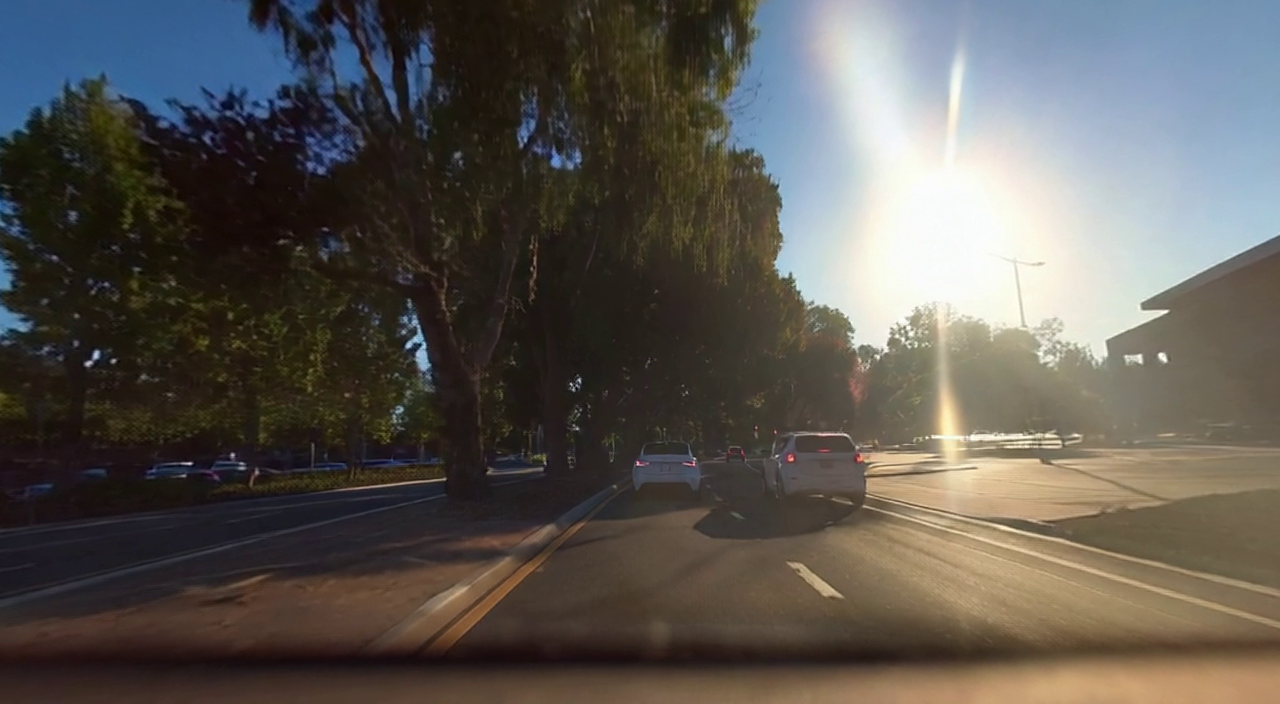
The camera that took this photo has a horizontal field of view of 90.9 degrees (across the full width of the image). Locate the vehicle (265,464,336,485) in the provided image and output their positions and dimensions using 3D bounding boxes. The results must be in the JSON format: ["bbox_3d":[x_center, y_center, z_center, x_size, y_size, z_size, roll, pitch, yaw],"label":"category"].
[{"bbox_3d":[-26.018,9.410,48.398,4.366,1.486,2.072,-1,-8,6],"label":"vehicle"}]

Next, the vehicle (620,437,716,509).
[{"bbox_3d":[0.701,3.033,16.332,2.154,1.585,3.997,-1,-8,2],"label":"vehicle"}]

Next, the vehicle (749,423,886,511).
[{"bbox_3d":[4.193,2.811,15.980,1.953,1.818,5.299,0,-8,0],"label":"vehicle"}]

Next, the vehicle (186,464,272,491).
[{"bbox_3d":[-26.693,8.153,40.980,4.434,1.582,1.946,-2,-8,9],"label":"vehicle"}]

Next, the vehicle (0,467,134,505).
[{"bbox_3d":[-27.604,6.424,30.307,4.951,1.618,1.952,-1,-8,2],"label":"vehicle"}]
